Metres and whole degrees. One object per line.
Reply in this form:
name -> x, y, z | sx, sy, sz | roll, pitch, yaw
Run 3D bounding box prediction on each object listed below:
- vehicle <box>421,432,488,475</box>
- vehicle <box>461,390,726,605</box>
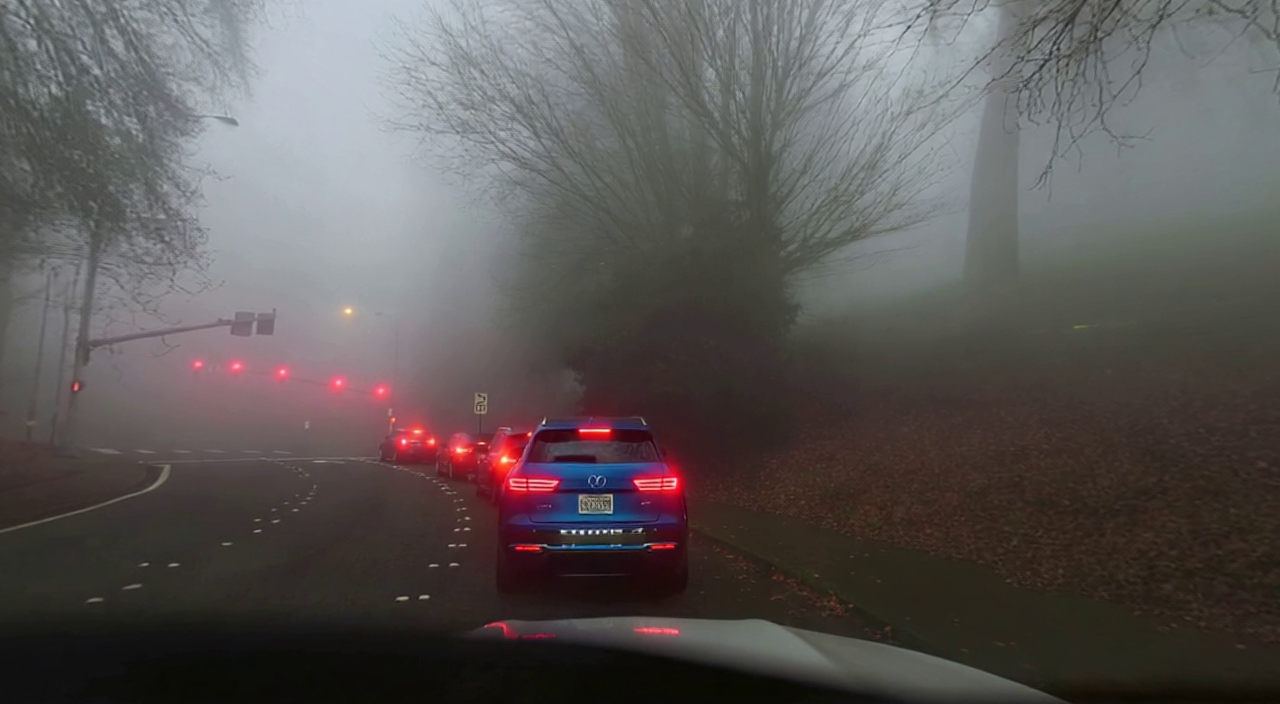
vehicle -> -7.295, 3.921, 24.495 | 1.902, 1.536, 3.662 | 4, -9, -25
vehicle -> -0.682, 1.455, 7.200 | 2.134, 1.671, 4.147 | 1, -8, -10
